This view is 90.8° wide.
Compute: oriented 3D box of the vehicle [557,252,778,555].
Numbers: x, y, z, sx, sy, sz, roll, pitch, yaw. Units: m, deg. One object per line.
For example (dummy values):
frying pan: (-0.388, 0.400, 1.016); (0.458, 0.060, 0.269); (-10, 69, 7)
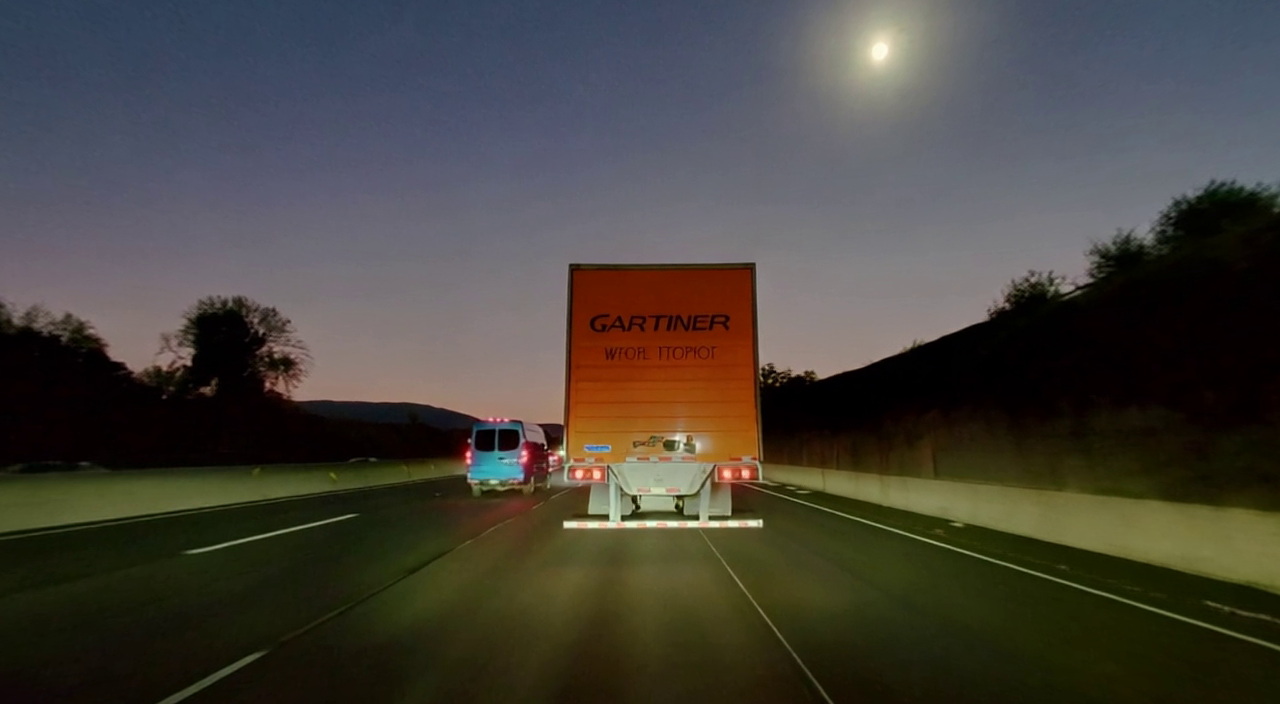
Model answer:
vehicle: (0.422, 1.451, 13.681); (2.853, 4.054, 10.557); (0, -9, 1)

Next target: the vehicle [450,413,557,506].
vehicle: (-4.062, 3.330, 19.810); (2.208, 2.522, 5.187); (0, -9, 0)

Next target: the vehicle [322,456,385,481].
vehicle: (-19.613, 7.964, 43.455); (1.963, 1.545, 4.717); (0, -9, 2)
